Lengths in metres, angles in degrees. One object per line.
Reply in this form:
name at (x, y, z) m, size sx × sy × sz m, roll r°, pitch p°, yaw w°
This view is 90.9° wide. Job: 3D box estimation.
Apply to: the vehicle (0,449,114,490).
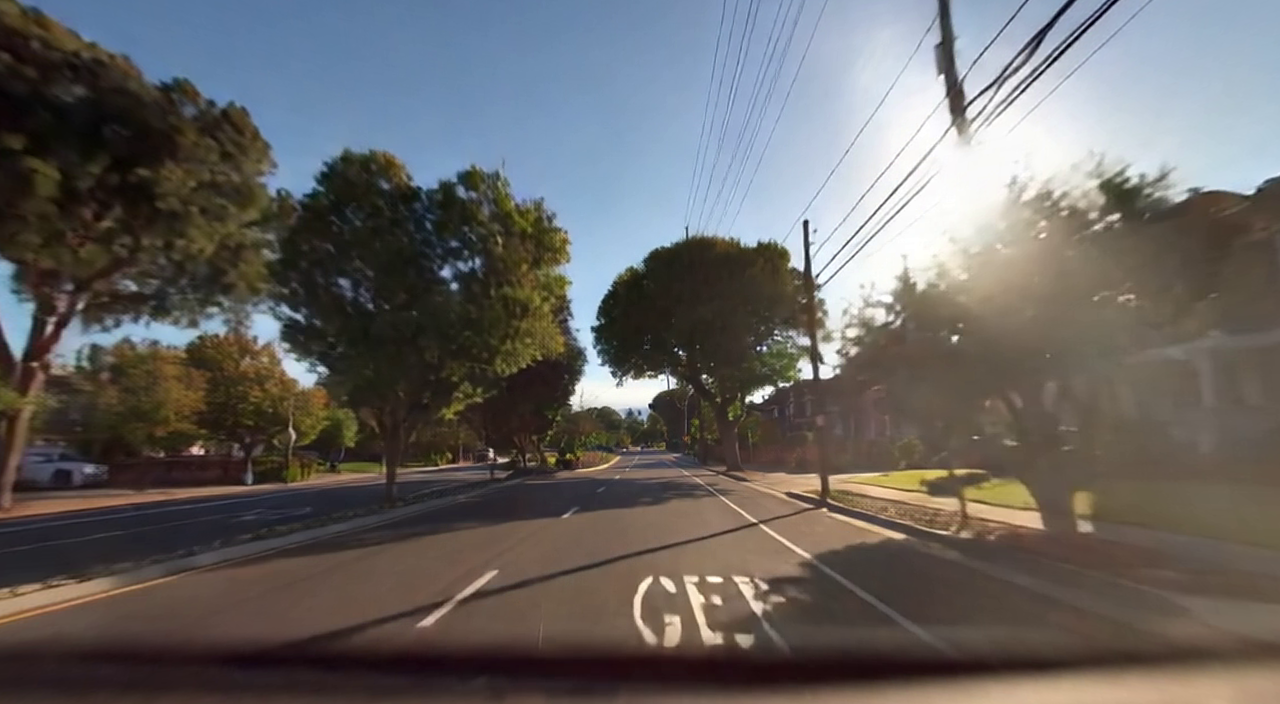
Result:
vehicle at (-29.245, 5.810, 31.729) m, size 2.100 × 1.845 × 4.793 m, roll 2°, pitch -9°, yaw -11°
